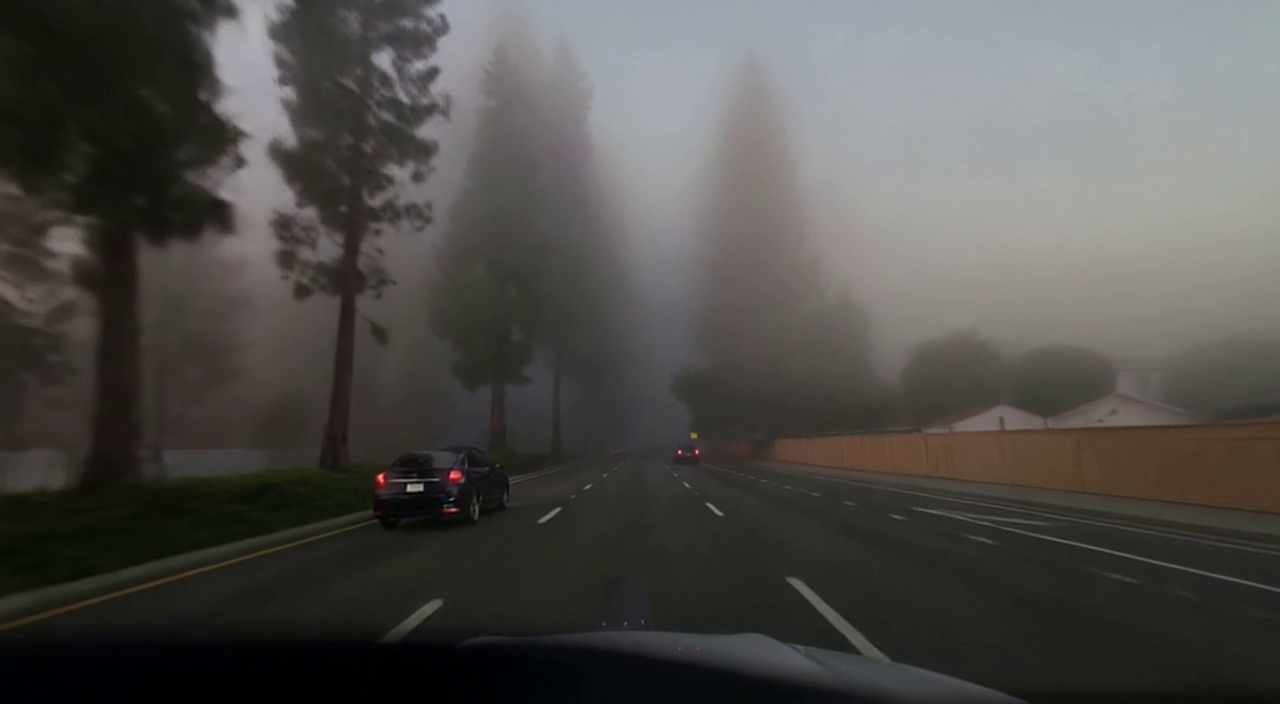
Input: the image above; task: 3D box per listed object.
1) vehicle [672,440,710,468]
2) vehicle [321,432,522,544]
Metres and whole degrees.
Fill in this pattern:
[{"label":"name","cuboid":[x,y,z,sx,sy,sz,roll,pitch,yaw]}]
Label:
[{"label":"vehicle","cuboid":[3.364,6.793,42.112,2.114,1.780,4.445,0,-8,-1]},{"label":"vehicle","cuboid":[-3.440,2.211,10.980,1.966,1.524,4.410,0,-8,-1]}]
